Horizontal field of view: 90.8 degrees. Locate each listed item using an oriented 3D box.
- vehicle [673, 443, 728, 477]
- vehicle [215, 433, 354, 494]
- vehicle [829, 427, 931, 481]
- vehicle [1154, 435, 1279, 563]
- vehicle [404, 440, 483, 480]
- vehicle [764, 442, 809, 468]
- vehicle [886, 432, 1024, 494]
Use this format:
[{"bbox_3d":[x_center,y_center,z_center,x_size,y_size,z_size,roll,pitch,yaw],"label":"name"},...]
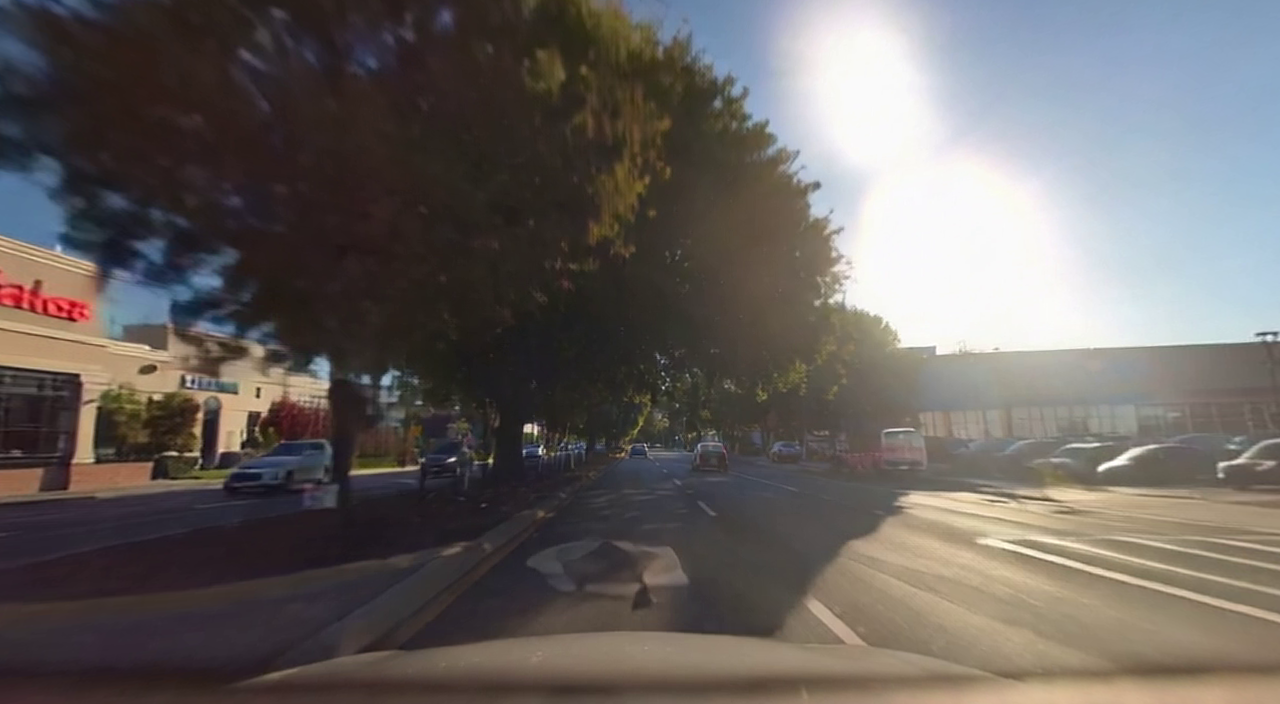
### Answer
[{"bbox_3d":[2.720,4.999,29.502,2.099,1.463,4.365,0,-8,-1],"label":"vehicle"},{"bbox_3d":[-11.788,3.710,21.415,2.040,1.823,4.600,0,-9,0],"label":"vehicle"},{"bbox_3d":[10.298,4.457,27.748,2.154,2.099,5.756,0,-9,-1],"label":"vehicle"},{"bbox_3d":[8.469,1.628,6.803,1.924,1.488,4.687,0,-9,0],"label":"vehicle"},{"bbox_3d":[-8.594,4.747,28.083,2.023,1.579,4.526,0,-9,0],"label":"vehicle"},{"bbox_3d":[10.298,7.255,44.679,1.987,1.746,4.569,0,-9,-1],"label":"vehicle"},{"bbox_3d":[10.295,3.660,21.218,2.045,1.831,5.000,0,-9,0],"label":"vehicle"}]
